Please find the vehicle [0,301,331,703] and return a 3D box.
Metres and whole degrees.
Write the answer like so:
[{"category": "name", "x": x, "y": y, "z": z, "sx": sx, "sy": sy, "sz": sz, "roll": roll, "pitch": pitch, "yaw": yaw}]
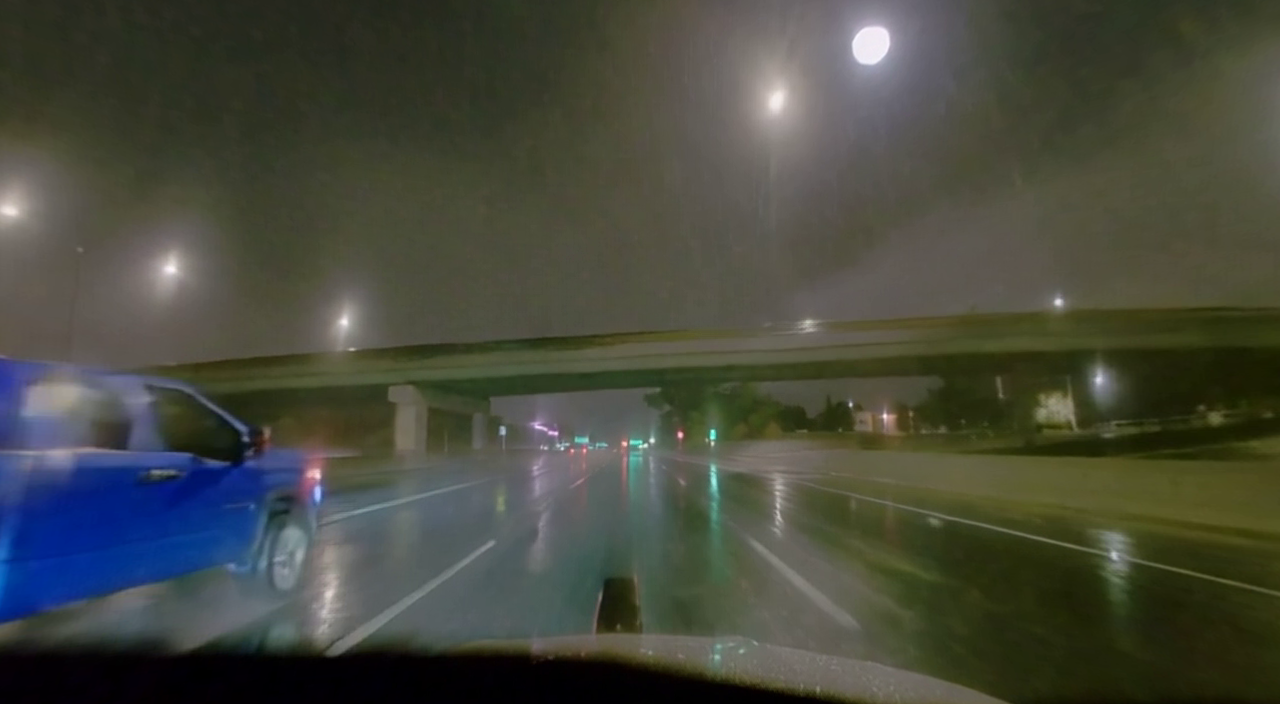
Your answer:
[{"category": "vehicle", "x": -4.282, "y": 0.790, "z": 3.096, "sx": 2.529, "sy": 2.003, "sz": 5.904, "roll": 0, "pitch": -8, "yaw": 0}]
